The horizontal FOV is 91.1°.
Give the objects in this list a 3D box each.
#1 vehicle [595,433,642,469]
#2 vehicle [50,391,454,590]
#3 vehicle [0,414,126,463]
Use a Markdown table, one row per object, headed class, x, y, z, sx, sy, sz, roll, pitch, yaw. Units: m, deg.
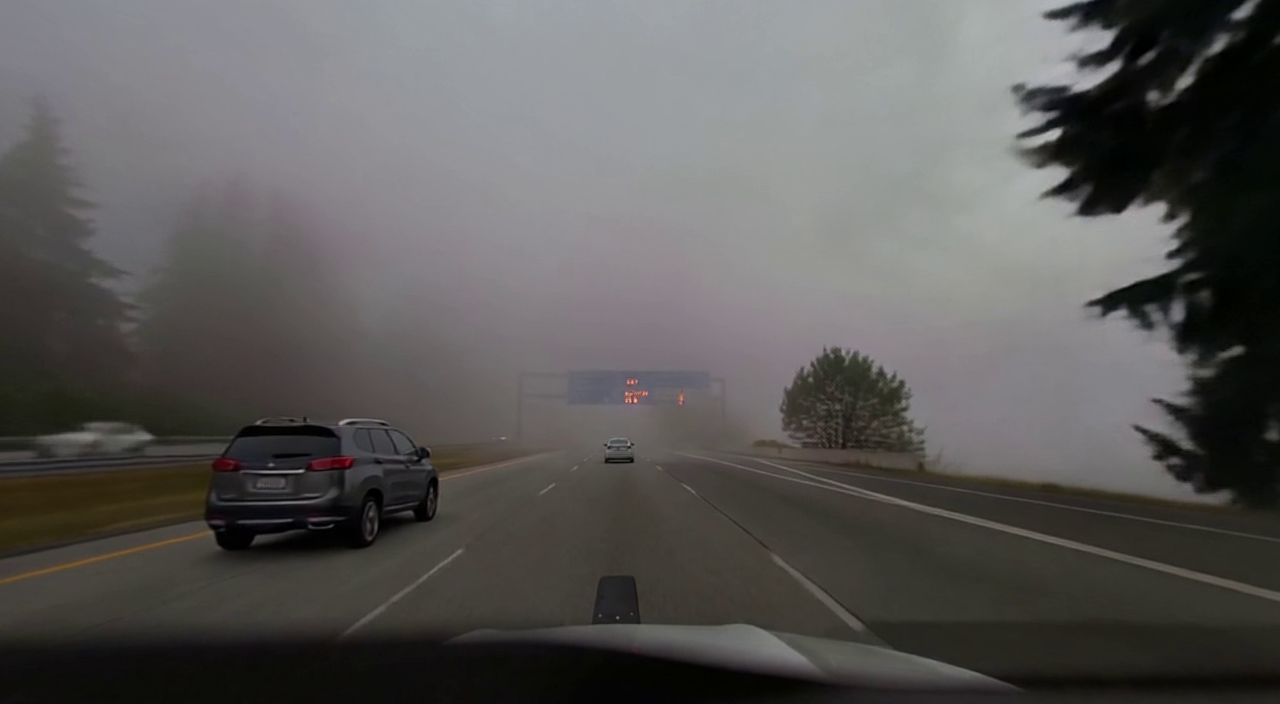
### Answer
| class | x | y | z | sx | sy | sz | roll | pitch | yaw |
| --- | --- | --- | --- | --- | --- | --- | --- | --- | --- |
| vehicle | -0.959 | 4.513 | 28.965 | 2.010 | 1.534 | 4.013 | 0 | -8 | -2 |
| vehicle | -3.997 | 1.485 | 7.707 | 2.111 | 1.689 | 4.505 | 0 | -8 | -1 |
| vehicle | -20.439 | 2.948 | 21.430 | 2.003 | 1.476 | 4.565 | 0 | -8 | -1 |
